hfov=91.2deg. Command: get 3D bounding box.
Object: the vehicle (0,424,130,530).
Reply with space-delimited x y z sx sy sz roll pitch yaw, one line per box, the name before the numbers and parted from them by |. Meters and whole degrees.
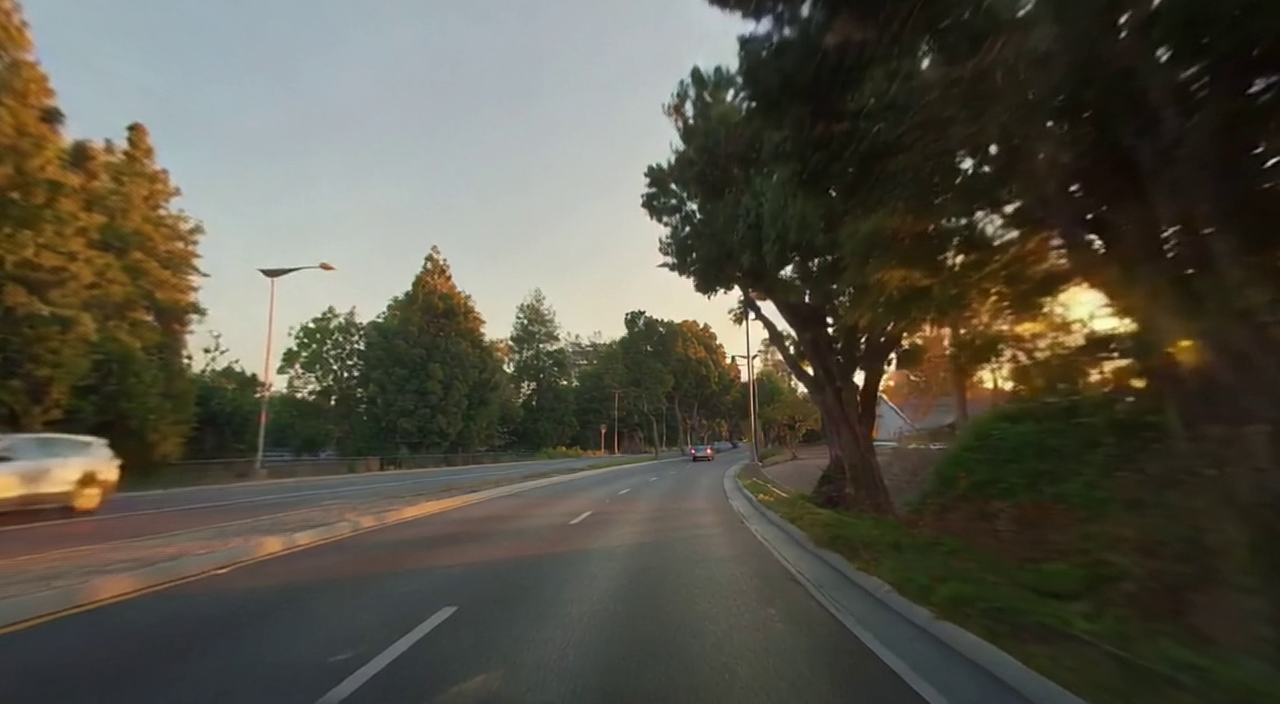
vehicle | -11.131 2.006 10.042 2.023 1.657 4.394 -1 -9 3
